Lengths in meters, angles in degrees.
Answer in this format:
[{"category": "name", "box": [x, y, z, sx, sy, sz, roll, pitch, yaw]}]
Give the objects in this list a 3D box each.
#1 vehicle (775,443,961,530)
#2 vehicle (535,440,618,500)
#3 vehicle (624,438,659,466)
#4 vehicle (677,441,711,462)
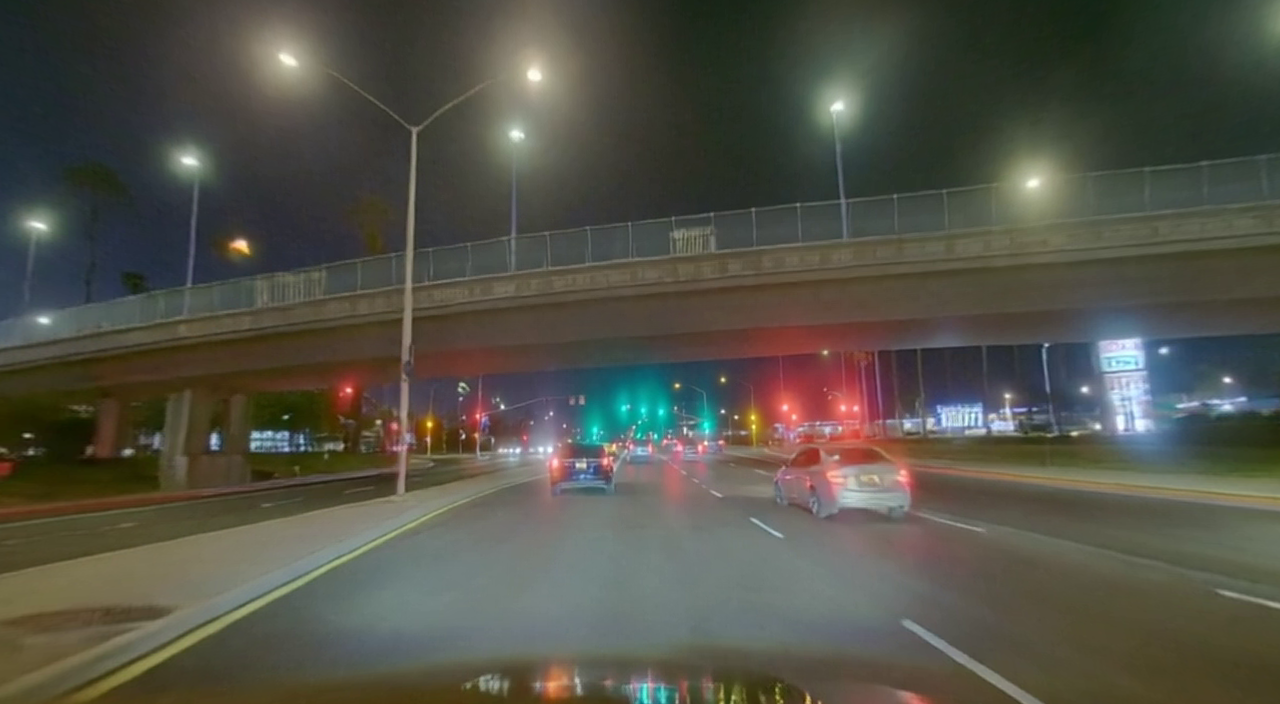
[{"category": "vehicle", "box": [4.211, 2.526, 12.462, 2.156, 1.404, 4.120, 0, -8, 0]}, {"category": "vehicle", "box": [-1.748, 3.320, 18.160, 2.111, 1.506, 4.018, 1, -8, -4]}, {"category": "vehicle", "box": [0.096, 6.457, 40.505, 2.172, 1.694, 4.055, 0, -8, 0]}, {"category": "vehicle", "box": [4.083, 7.612, 48.257, 2.119, 1.509, 4.495, 0, -8, -1]}]
